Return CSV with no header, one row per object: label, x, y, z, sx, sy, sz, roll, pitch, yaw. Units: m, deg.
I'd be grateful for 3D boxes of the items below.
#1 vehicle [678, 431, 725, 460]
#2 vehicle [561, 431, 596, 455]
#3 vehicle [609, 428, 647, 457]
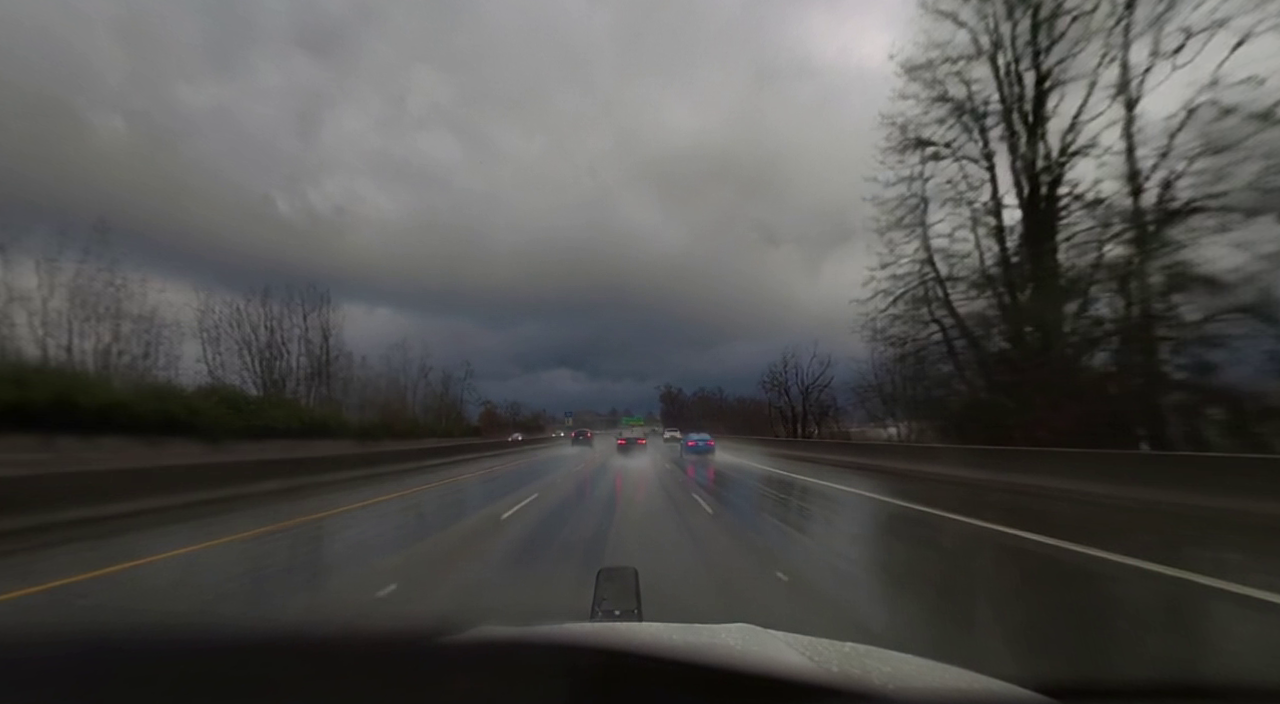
vehicle,3.343,5.174,35.019,2.056,1.479,4.660,0,-8,-1
vehicle,-4.140,6.204,42.822,2.041,1.546,4.080,0,-8,-1
vehicle,-0.738,5.504,38.408,2.182,1.680,4.253,0,-8,-1
